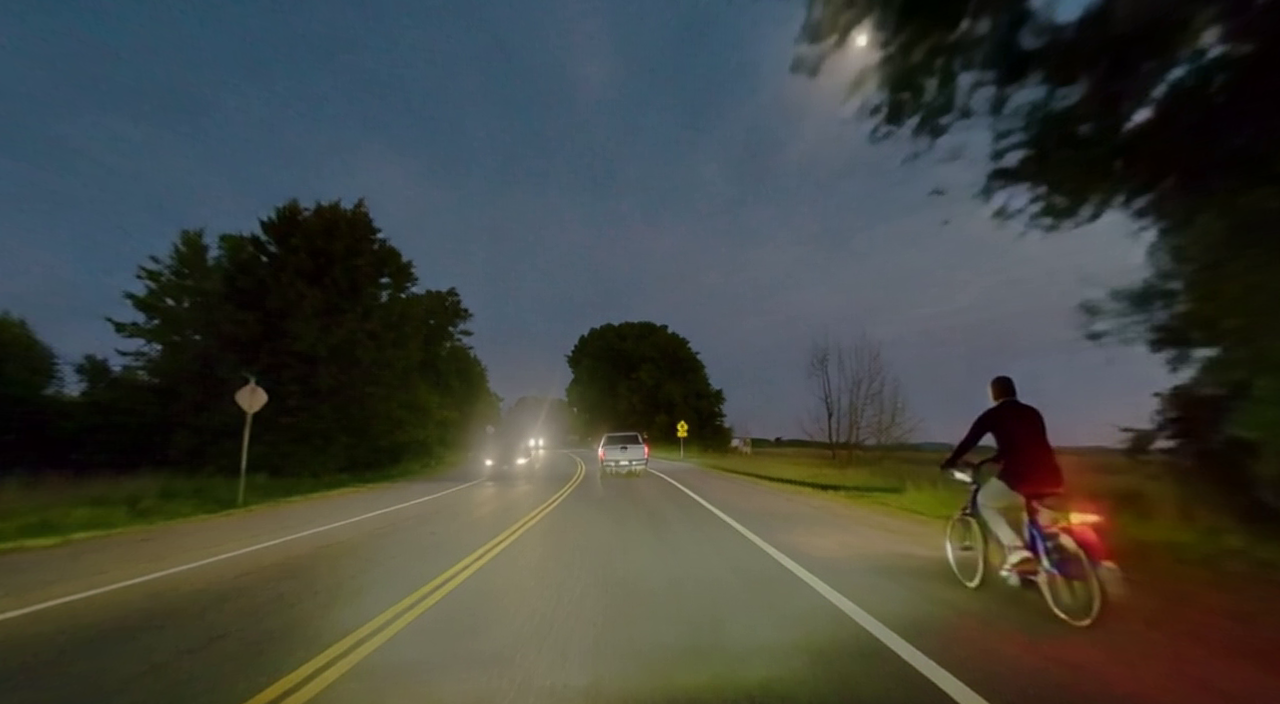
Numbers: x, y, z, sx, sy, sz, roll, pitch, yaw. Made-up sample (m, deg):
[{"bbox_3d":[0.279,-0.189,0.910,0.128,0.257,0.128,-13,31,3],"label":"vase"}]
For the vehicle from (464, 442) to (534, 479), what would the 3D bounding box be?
[{"bbox_3d":[-5.956,4.605,27.227,2.198,1.459,4.398,0,-8,-3],"label":"vehicle"}]

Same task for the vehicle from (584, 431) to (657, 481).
[{"bbox_3d":[-0.865,4.163,25.680,2.631,1.798,5.331,0,-8,-3],"label":"vehicle"}]
